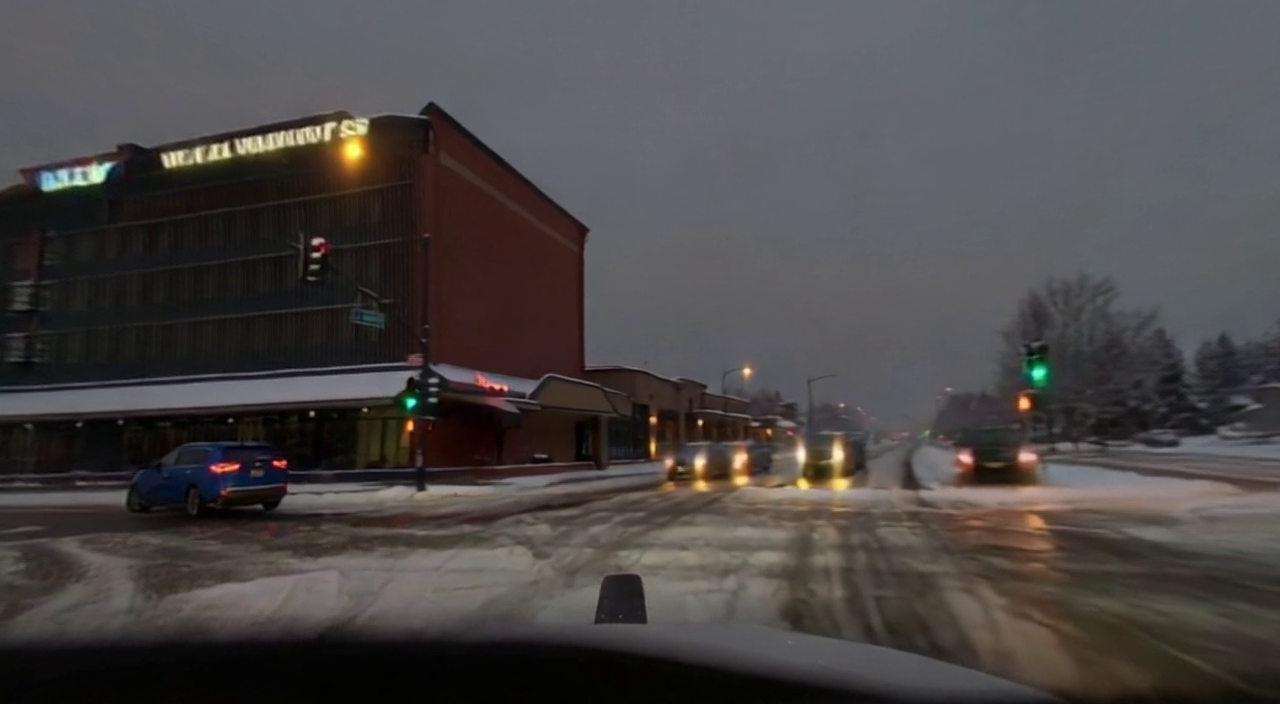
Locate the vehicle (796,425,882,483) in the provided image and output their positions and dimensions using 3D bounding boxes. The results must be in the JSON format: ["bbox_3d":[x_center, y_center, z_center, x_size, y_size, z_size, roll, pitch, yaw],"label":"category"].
[{"bbox_3d":[7.074,3.540,22.106,2.162,1.788,4.603,-5,-10,25],"label":"vehicle"}]

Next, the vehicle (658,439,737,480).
[{"bbox_3d":[2.588,4.645,27.554,2.005,1.596,4.342,-5,-10,26],"label":"vehicle"}]

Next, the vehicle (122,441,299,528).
[{"bbox_3d":[-10.464,3.088,15.303,4.445,1.762,2.238,-8,-11,39],"label":"vehicle"}]

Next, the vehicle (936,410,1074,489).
[{"bbox_3d":[10.310,2.831,18.368,2.160,1.948,4.784,-3,-9,15],"label":"vehicle"}]

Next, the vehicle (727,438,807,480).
[{"bbox_3d":[5.226,4.295,25.587,2.163,1.529,4.210,-5,-10,25],"label":"vehicle"}]

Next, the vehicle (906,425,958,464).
[{"bbox_3d":[17.558,5.577,38.221,2.453,2.122,5.431,-4,-9,22],"label":"vehicle"}]
